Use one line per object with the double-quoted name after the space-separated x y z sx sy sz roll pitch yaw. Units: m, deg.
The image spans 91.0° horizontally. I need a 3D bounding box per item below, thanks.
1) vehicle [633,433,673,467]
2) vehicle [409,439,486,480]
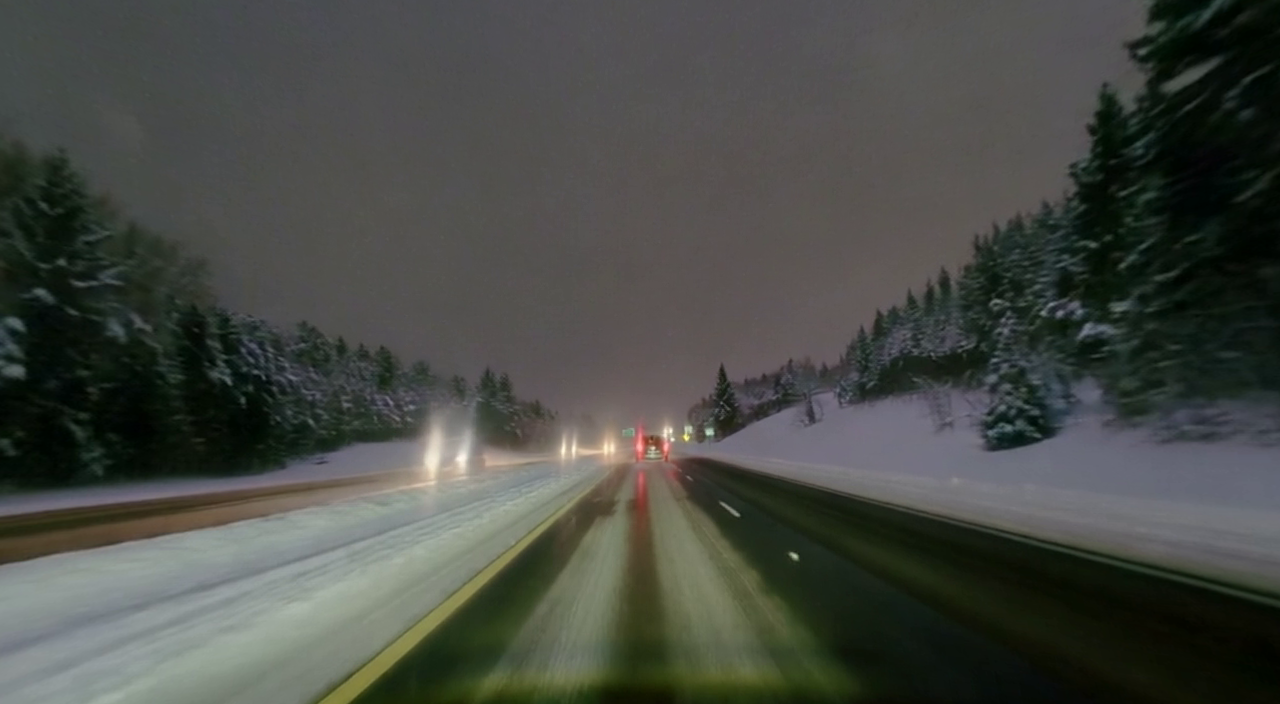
0.790 5.945 38.373 2.301 1.944 4.554 0 -8 1 "vehicle"
-7.998 4.490 26.590 1.861 1.535 4.353 0 -8 0 "vehicle"
